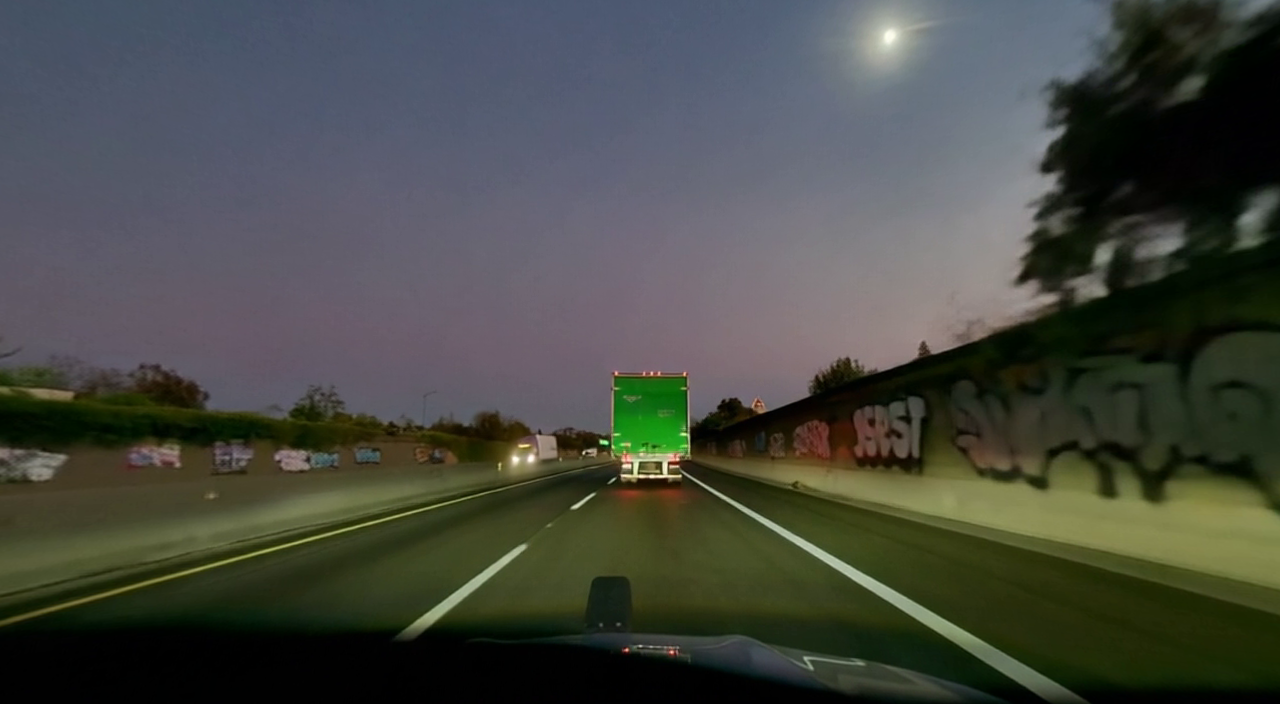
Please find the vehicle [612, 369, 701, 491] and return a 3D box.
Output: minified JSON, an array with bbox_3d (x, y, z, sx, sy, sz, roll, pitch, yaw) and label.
[{"bbox_3d":[0.428,3.316,25.710,2.900,3.955,10.151,0,-9,-1],"label":"vehicle"}]
